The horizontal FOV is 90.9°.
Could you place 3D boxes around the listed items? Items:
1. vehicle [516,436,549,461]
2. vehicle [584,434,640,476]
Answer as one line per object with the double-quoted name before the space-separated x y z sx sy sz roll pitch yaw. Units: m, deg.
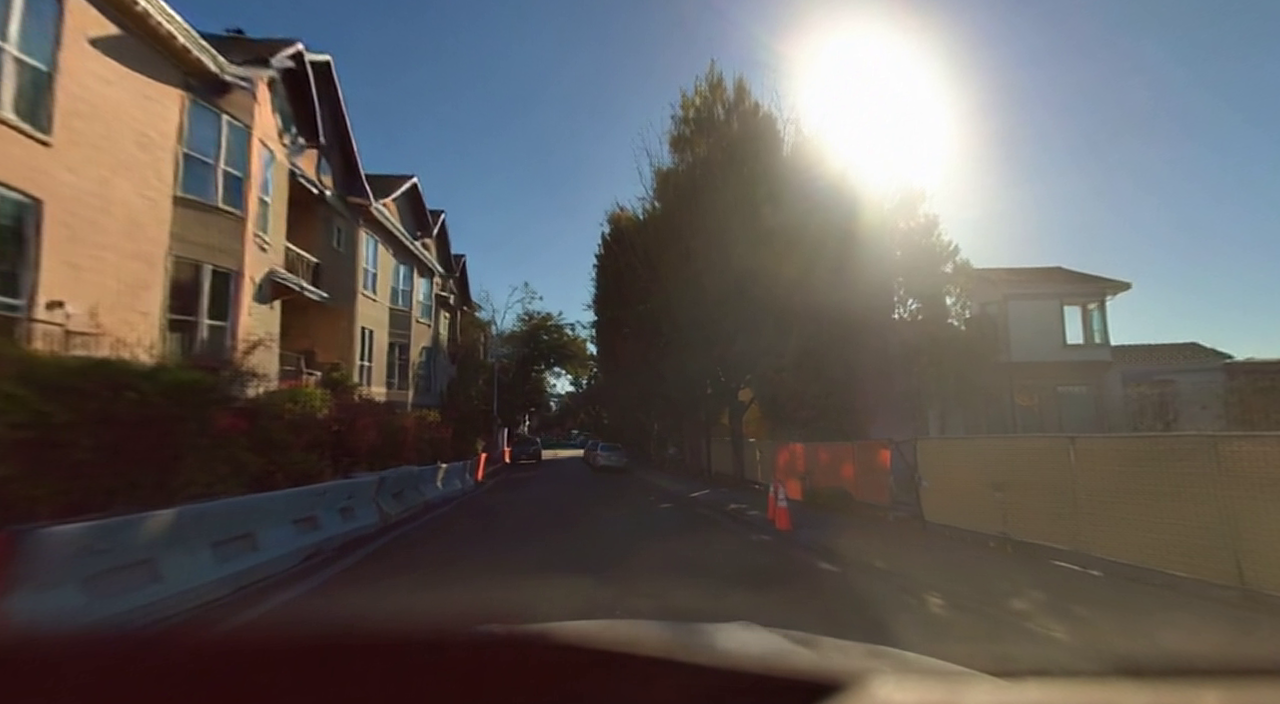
"vehicle" -7.116 6.418 41.974 1.834 1.543 3.497 0 -8 -4
"vehicle" -1.363 4.671 28.889 2.066 1.739 4.234 1 -8 -9
